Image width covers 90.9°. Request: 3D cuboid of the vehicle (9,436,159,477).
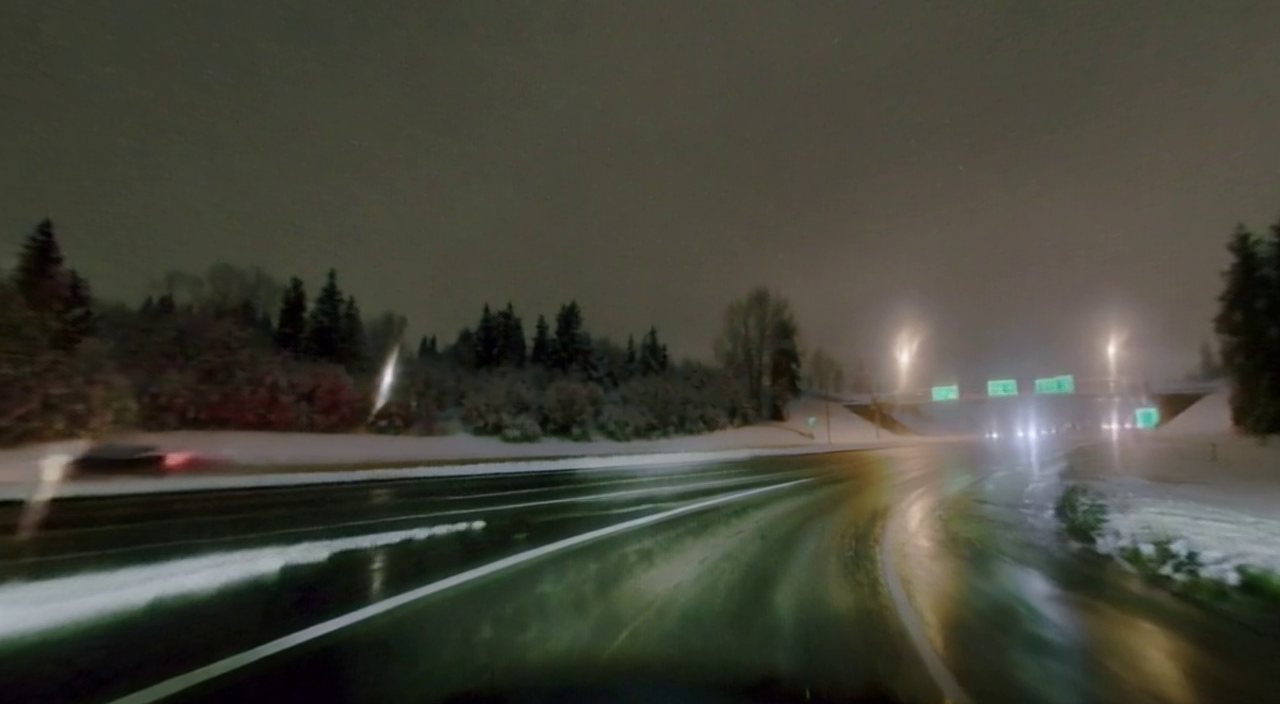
[{"bbox_3d":[-23.565,4.417,26.871,1.922,1.597,4.433,-8,-11,40],"label":"vehicle"}]
